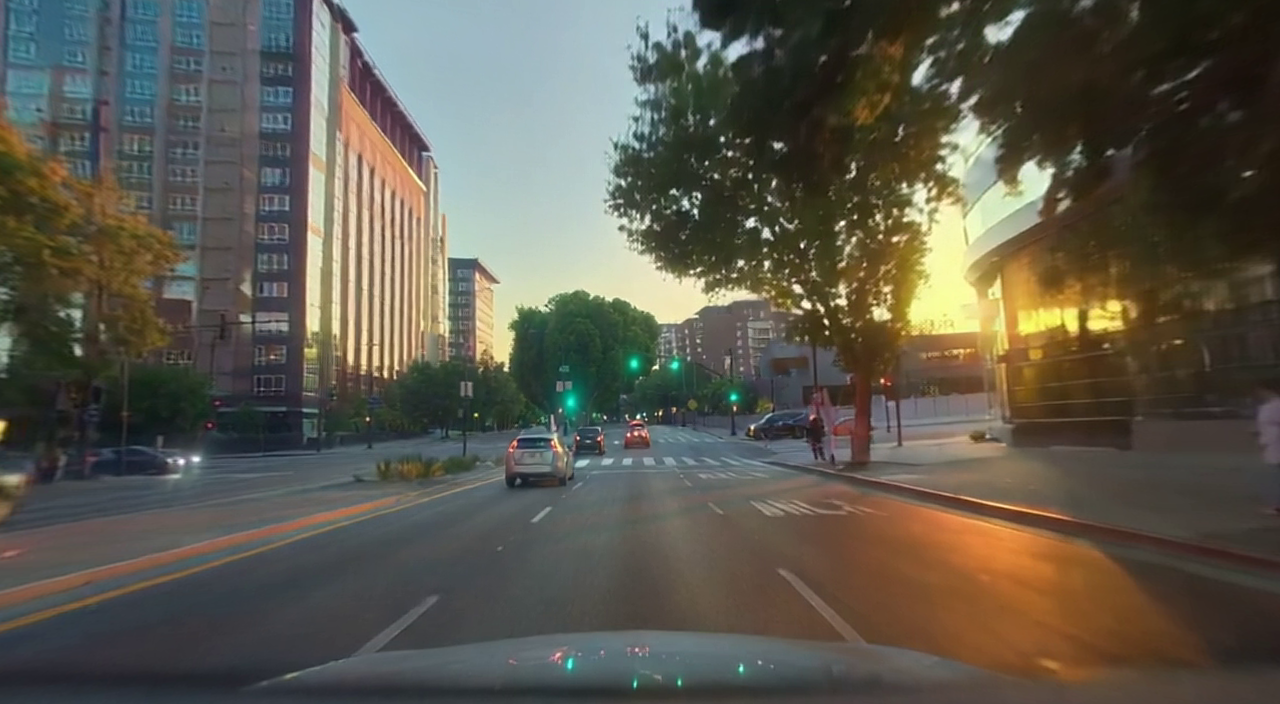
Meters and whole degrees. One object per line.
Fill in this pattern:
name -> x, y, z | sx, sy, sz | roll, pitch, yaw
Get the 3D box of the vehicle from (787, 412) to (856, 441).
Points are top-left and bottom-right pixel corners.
vehicle -> 13.210, 5.426, 46.167 | 4.328, 1.742, 1.942 | -4, -6, -1

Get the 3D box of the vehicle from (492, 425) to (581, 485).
vehicle -> -3.254, 3.342, 20.817 | 2.116, 1.725, 4.315 | -1, -8, 1

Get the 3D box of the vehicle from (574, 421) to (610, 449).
vehicle -> -3.295, 5.872, 44.436 | 2.152, 1.802, 4.628 | -1, -8, 0

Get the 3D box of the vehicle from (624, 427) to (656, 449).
vehicle -> -0.016, 5.948, 43.763 | 2.095, 1.438, 3.843 | -1, -8, -1

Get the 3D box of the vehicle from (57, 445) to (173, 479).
vehicle -> -29.740, 6.211, 35.899 | 4.684, 1.806, 2.073 | -1, -8, -1
